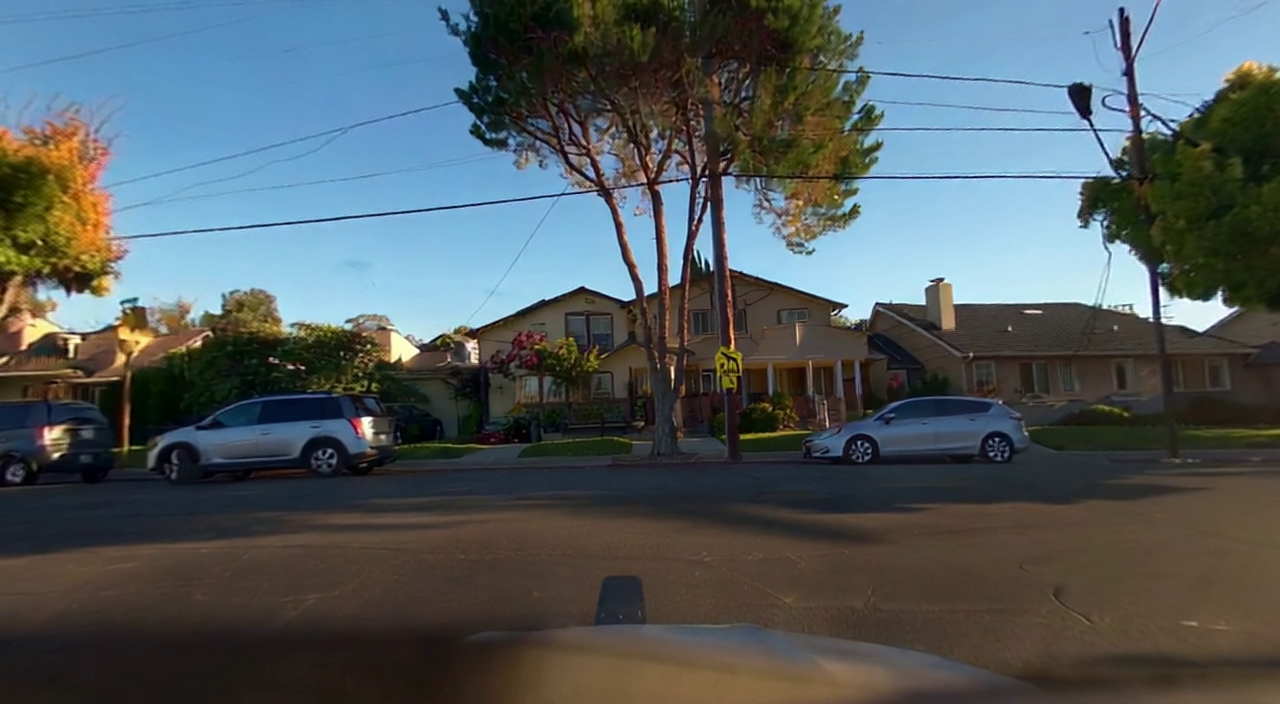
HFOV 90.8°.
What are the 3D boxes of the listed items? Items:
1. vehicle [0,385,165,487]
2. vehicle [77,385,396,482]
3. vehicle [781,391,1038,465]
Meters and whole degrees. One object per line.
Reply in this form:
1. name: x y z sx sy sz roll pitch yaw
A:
1. vehicle: -12.451 1.700 12.678 4.259 1.878 1.842 0 -8 -1
2. vehicle: -7.714 1.608 12.531 4.943 1.731 1.877 0 -8 -2
3. vehicle: 5.376 1.574 13.030 4.469 1.391 1.746 0 -8 -2
